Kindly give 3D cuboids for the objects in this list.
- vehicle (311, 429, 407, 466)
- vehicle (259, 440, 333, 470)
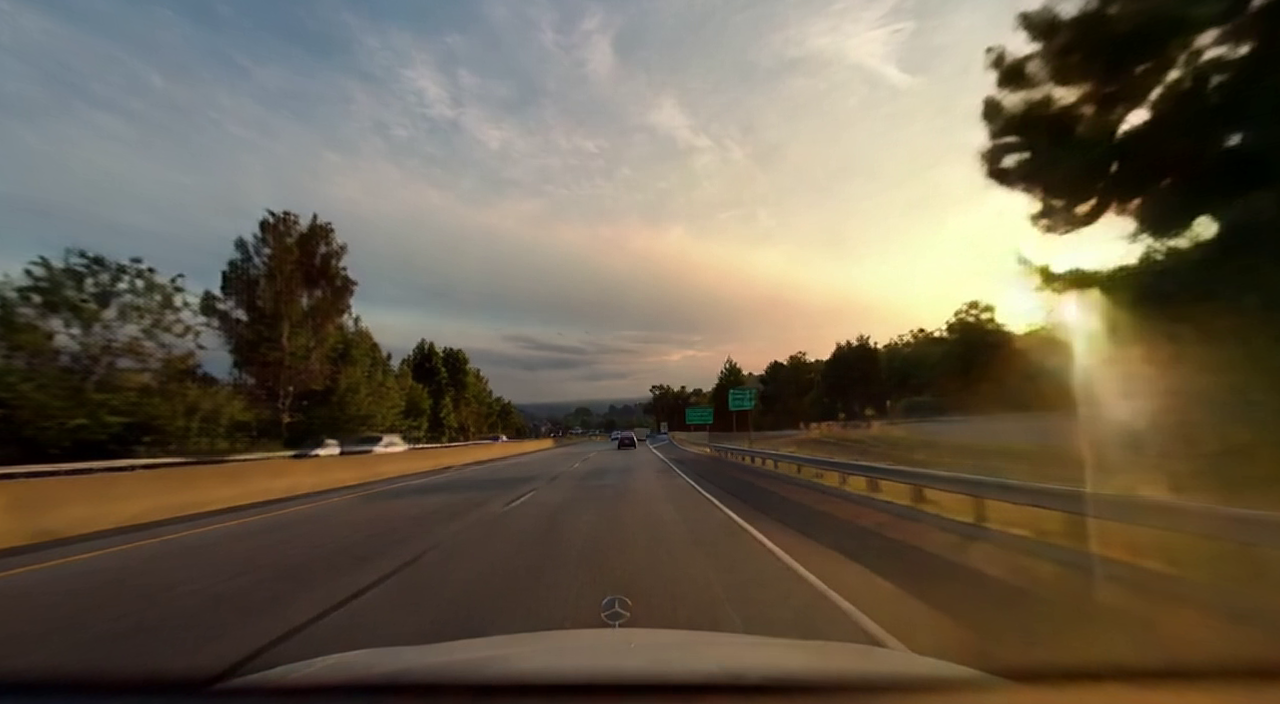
[{"bbox_3d":[-12.911,4.413,29.358,2.181,1.545,4.818,0,-8,0],"label":"vehicle"},{"bbox_3d":[-18.151,5.416,33.428,1.802,1.435,3.777,0,-8,-1],"label":"vehicle"}]
